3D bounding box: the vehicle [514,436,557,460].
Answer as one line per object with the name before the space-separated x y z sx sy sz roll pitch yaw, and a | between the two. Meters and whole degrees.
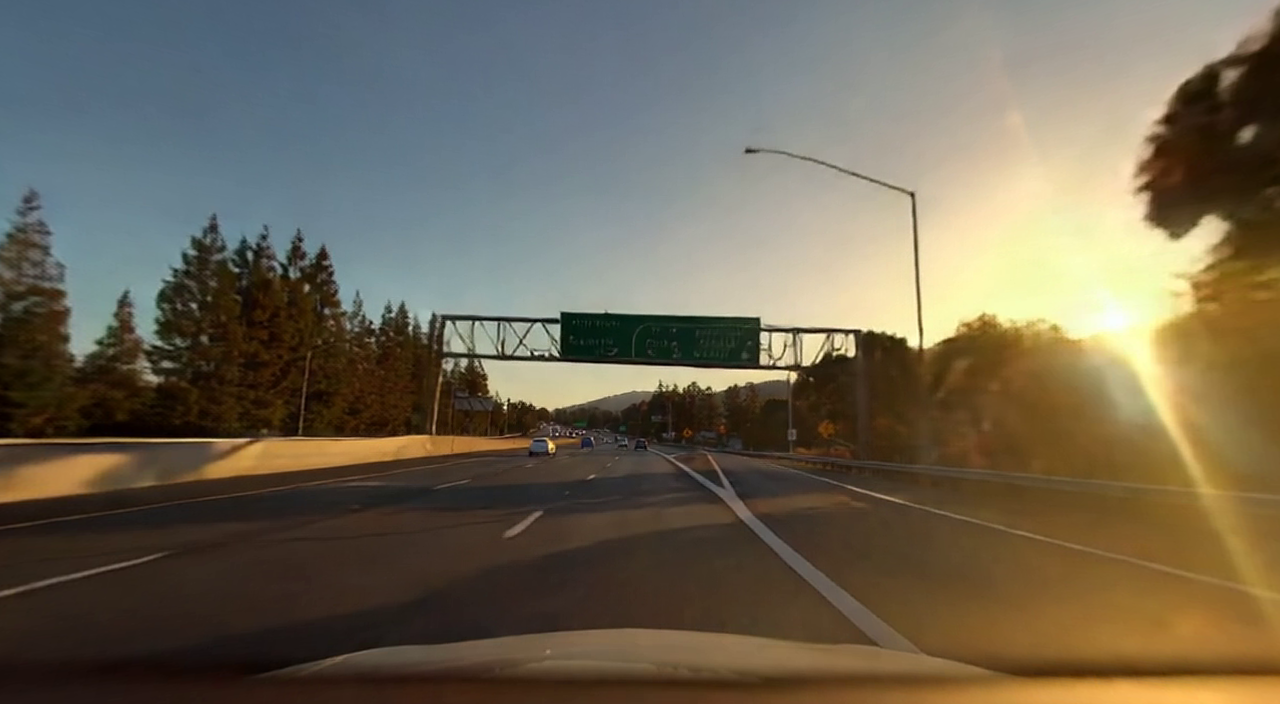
vehicle | -7.081 6.563 43.221 2.025 1.494 4.495 0 -8 1
